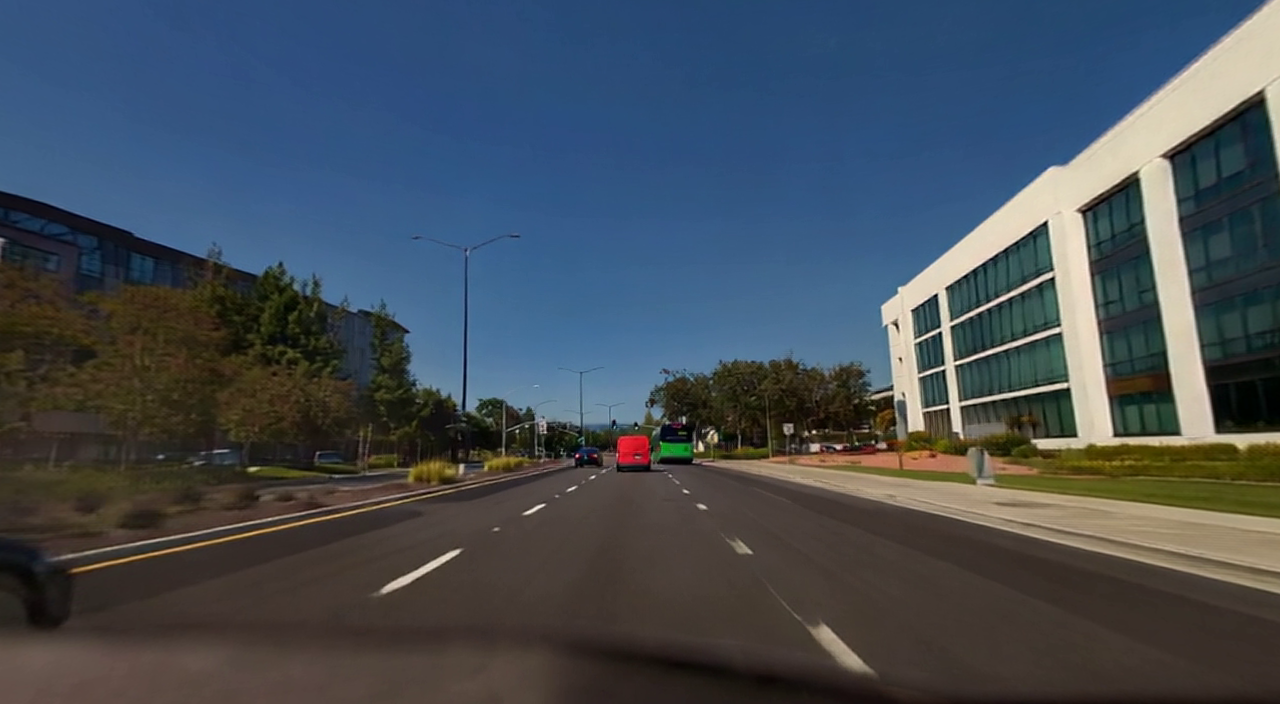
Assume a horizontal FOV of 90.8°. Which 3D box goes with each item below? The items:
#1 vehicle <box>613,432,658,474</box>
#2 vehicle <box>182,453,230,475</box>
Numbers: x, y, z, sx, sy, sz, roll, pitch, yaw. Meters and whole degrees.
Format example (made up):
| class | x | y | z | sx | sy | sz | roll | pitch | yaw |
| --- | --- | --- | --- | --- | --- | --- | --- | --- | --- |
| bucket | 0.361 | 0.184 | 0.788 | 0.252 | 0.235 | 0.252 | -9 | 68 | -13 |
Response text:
| class | x | y | z | sx | sy | sz | roll | pitch | yaw |
| --- | --- | --- | --- | --- | --- | --- | --- | --- | --- |
| vehicle | -0.198 | 5.597 | 35.067 | 2.336 | 2.122 | 5.207 | 0 | -9 | 1 |
| vehicle | -32.431 | 8.335 | 47.138 | 2.113 | 1.537 | 4.545 | 8 | -12 | -42 |
